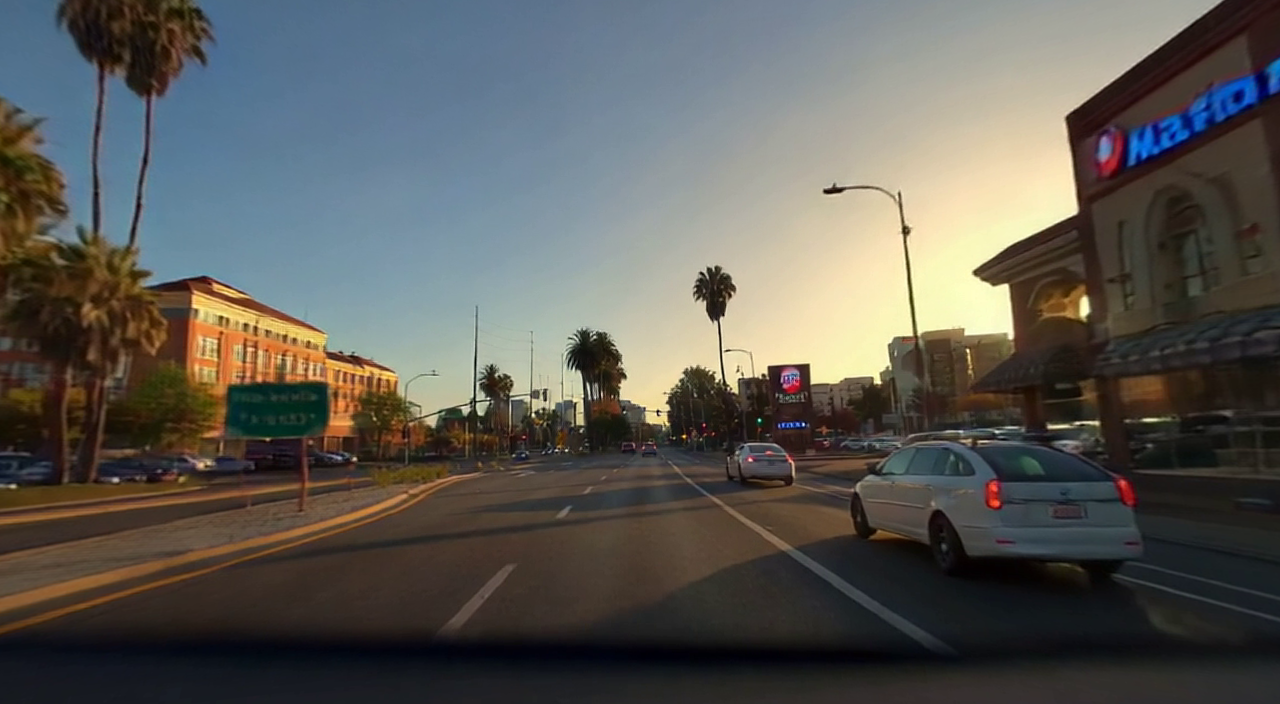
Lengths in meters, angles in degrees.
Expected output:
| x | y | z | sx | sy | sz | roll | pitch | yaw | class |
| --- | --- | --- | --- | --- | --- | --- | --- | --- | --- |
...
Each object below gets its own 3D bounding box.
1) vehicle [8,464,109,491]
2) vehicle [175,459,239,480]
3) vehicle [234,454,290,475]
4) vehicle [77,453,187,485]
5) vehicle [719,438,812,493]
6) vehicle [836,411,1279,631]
| x | y | z | sx | sy | sz | roll | pitch | yaw | class |
| --- | --- | --- | --- | --- | --- | --- | --- | --- | --- |
| -33.352 | 7.181 | 36.206 | 4.252 | 1.419 | 1.997 | -2 | -8 | 10 | vehicle |
| -31.285 | 8.480 | 45.649 | 1.703 | 1.328 | 4.065 | -1 | -8 | 1 | vehicle |
| -29.363 | 8.731 | 49.079 | 1.966 | 1.430 | 4.309 | 0 | -8 | -4 | vehicle |
| -31.894 | 7.354 | 39.693 | 4.978 | 1.873 | 2.164 | 0 | -8 | -1 | vehicle |
| 3.708 | 3.431 | 19.536 | 1.870 | 1.467 | 4.800 | 0 | -8 | 0 | vehicle |
| 3.677 | 1.496 | 6.600 | 1.931 | 1.534 | 4.126 | -1 | -8 | 0 | vehicle |
